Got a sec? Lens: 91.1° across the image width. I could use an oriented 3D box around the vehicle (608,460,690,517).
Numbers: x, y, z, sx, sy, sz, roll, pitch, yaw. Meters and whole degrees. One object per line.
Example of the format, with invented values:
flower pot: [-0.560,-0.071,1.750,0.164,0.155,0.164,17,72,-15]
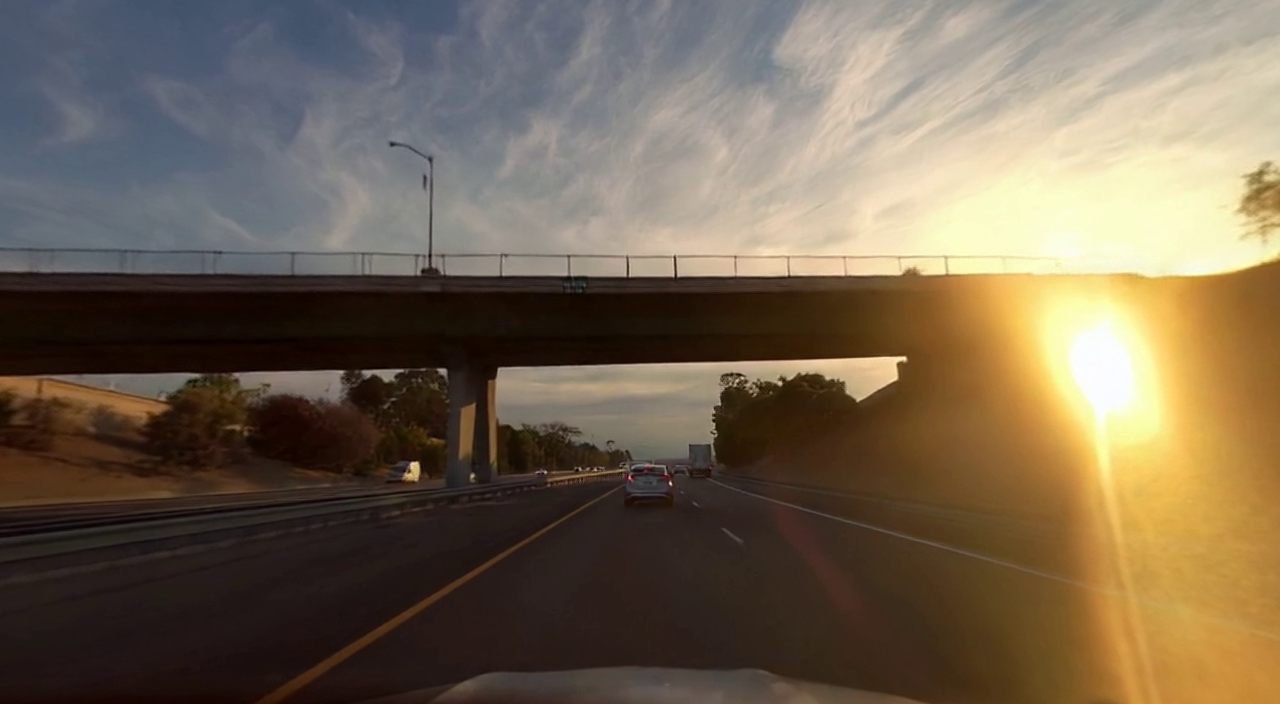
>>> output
vehicle: [0.255,3.972,18.582,2.156,1.444,3.762,1,-10,0]
